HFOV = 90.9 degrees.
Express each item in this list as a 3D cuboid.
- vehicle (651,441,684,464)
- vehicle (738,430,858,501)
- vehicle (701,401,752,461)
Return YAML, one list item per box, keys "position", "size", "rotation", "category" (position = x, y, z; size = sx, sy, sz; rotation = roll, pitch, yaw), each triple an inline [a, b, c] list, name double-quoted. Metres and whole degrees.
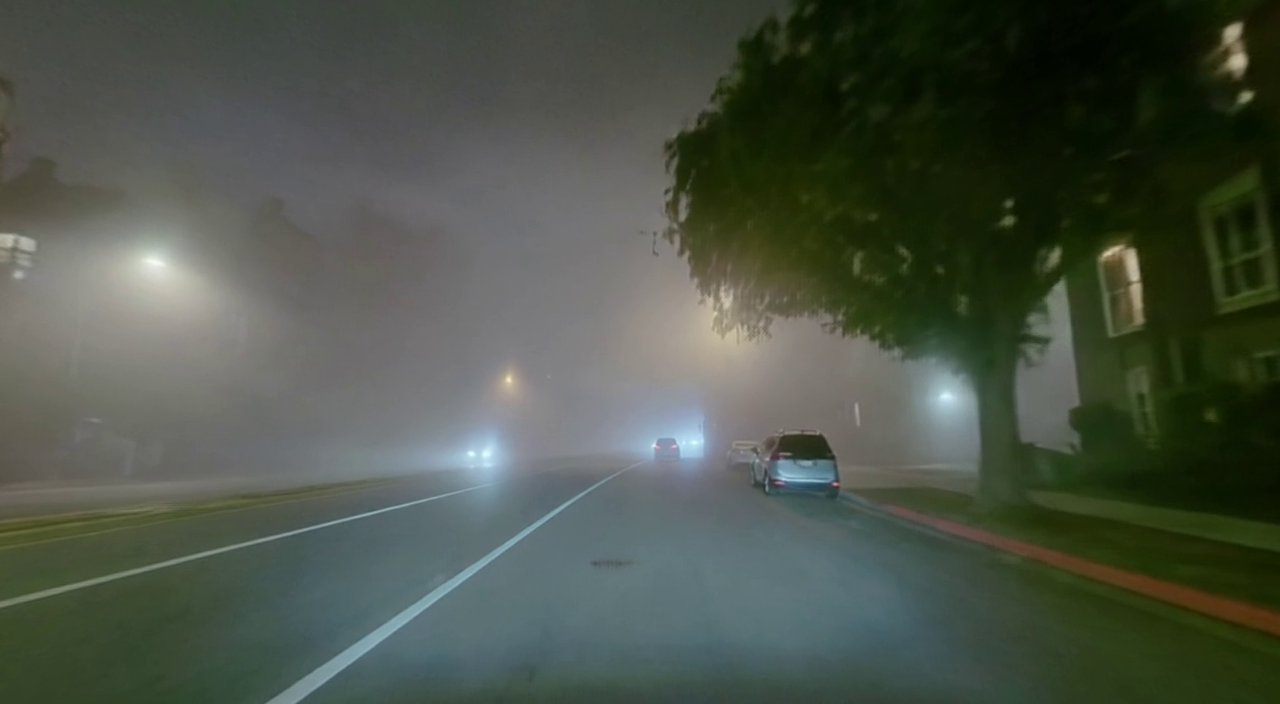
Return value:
- position: [1.784, 6.224, 39.230]
  size: [1.871, 1.370, 4.206]
  rotation: [-1, -8, 5]
  category: "vehicle"
- position: [4.090, 3.018, 17.224]
  size: [2.121, 1.659, 4.675]
  rotation: [0, -8, 1]
  category: "vehicle"
- position: [6.375, 6.210, 48.425]
  size: [3.157, 3.982, 13.307]
  rotation: [-1, -8, 5]
  category: "vehicle"
